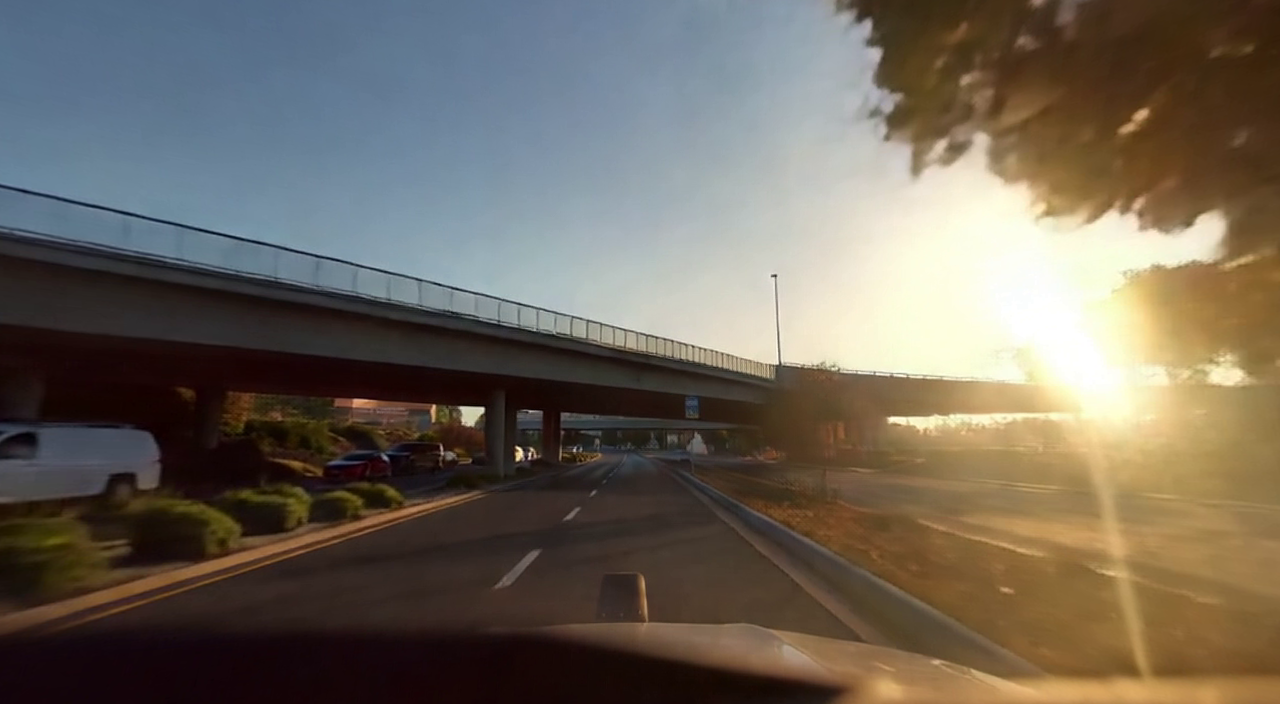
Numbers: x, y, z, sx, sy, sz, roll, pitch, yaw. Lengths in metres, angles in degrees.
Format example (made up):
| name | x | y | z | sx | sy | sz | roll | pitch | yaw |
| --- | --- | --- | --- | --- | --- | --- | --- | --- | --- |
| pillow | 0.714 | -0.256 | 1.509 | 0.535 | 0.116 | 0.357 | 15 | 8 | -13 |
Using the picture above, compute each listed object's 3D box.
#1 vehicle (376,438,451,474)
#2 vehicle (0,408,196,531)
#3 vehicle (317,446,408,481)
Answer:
| name | x | y | z | sx | sy | sz | roll | pitch | yaw |
| --- | --- | --- | --- | --- | --- | --- | --- | --- | --- |
| vehicle | -12.969 | 6.014 | 36.699 | 2.064 | 1.809 | 5.545 | 3 | -8 | 2 |
| vehicle | -13.452 | 2.532 | 14.205 | 2.307 | 2.349 | 6.335 | 1 | -8 | -1 |
| vehicle | -13.334 | 5.360 | 30.729 | 2.156 | 1.489 | 4.758 | 2 | -8 | 1 |
